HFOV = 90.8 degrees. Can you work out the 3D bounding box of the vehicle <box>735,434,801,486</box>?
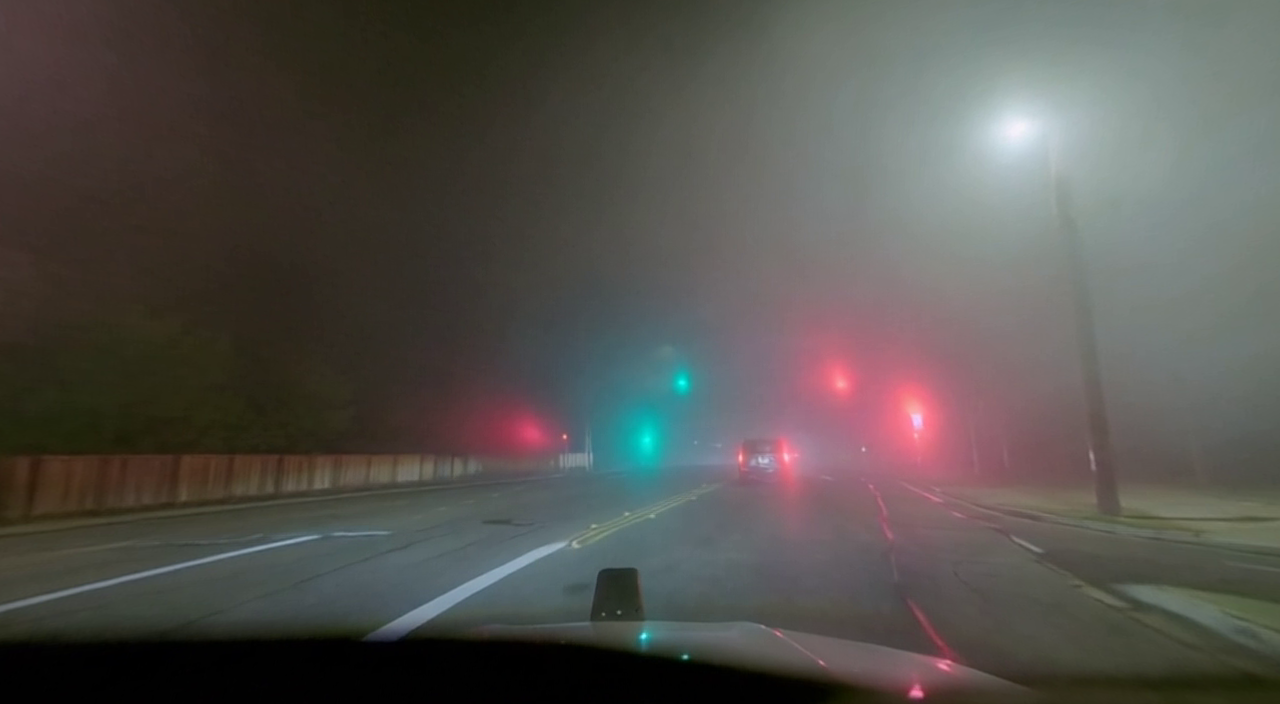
[{"bbox_3d":[5.122,4.214,24.809,2.230,1.827,4.580,-2,-9,14],"label":"vehicle"}]
